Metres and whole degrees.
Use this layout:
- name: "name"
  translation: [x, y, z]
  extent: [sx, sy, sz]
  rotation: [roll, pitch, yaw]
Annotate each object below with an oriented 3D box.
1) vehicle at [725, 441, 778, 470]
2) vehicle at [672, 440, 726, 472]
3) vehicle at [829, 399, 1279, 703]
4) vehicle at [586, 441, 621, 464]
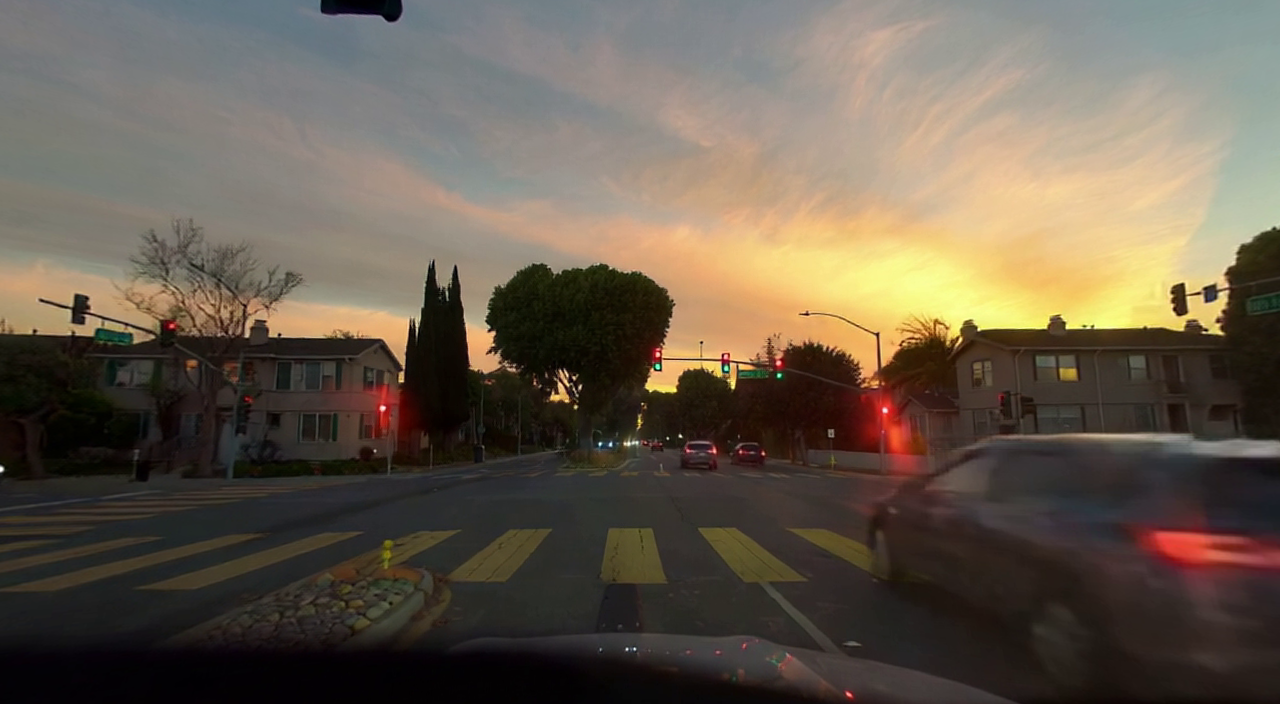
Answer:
- name: "vehicle"
  translation: [6.180, 5.801, 35.597]
  extent: [2.074, 1.530, 4.565]
  rotation: [0, -9, -1]
- name: "vehicle"
  translation: [2.887, 5.223, 31.986]
  extent: [2.142, 1.506, 4.948]
  rotation: [0, -9, -1]
- name: "vehicle"
  translation: [3.043, 1.235, 4.493]
  extent: [1.947, 1.467, 4.455]
  rotation: [0, -9, -1]
- name: "vehicle"
  translation: [-2.384, 6.714, 42.286]
  extent: [2.045, 1.484, 3.991]
  rotation: [0, -9, 0]
